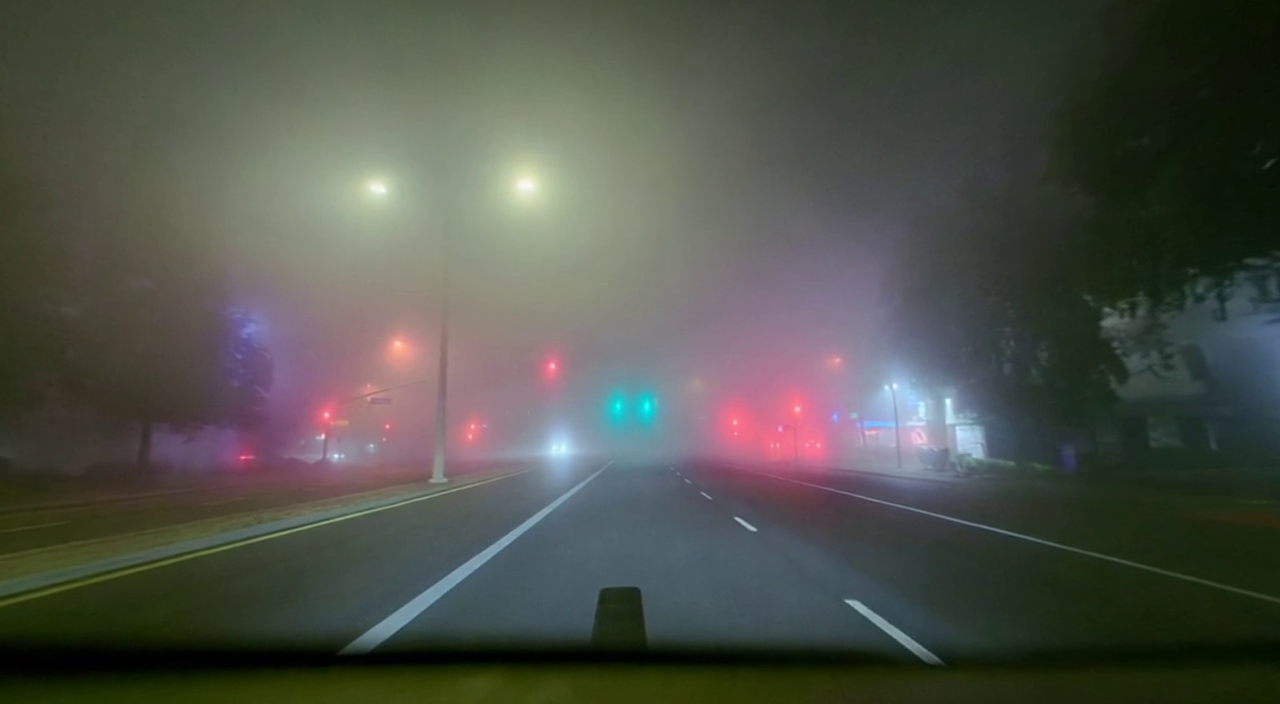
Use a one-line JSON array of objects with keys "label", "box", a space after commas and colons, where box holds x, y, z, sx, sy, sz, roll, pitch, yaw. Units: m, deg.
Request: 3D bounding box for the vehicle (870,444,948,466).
[{"label": "vehicle", "box": [18.859, 7.214, 44.393, 4.545, 1.511, 1.935, 0, -9, -4]}]
